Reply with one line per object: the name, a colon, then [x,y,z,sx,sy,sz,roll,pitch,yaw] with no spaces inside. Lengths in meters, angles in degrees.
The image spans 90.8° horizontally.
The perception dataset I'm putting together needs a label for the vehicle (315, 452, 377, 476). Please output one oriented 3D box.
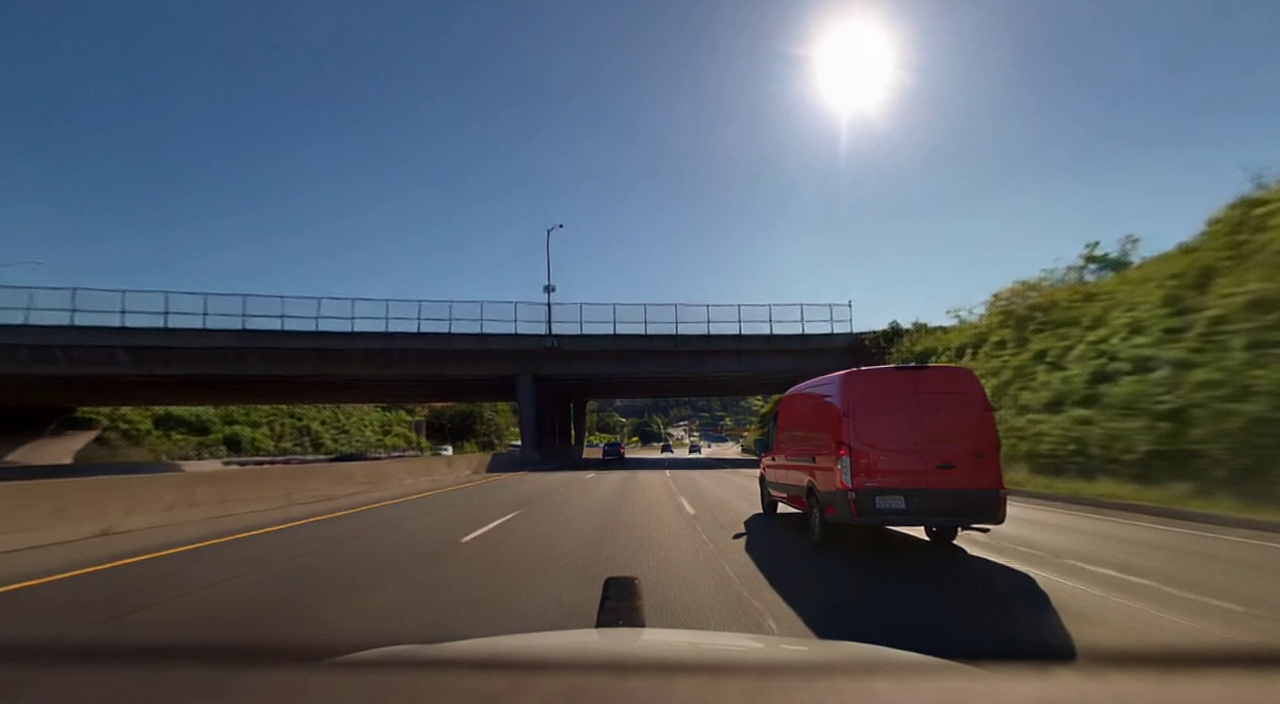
vehicle: [-20.090,7.638,43.342,2.041,1.479,4.244,-1,-8,3]
